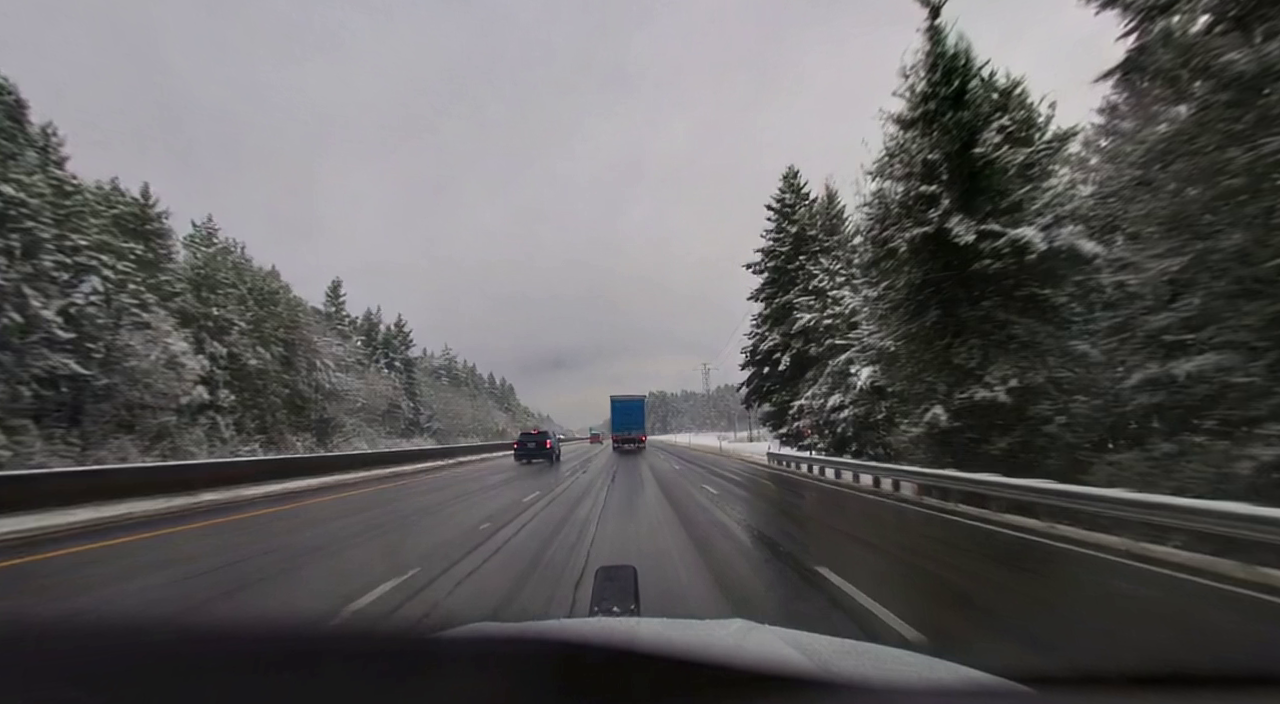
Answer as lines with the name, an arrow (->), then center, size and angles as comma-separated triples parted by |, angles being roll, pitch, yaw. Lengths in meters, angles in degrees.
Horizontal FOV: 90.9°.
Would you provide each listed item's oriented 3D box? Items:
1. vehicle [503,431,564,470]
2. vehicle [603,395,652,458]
vehicle -> -4.524, 4.218, 27.287 | 1.934, 1.549, 4.194 | 0, -8, -1
vehicle -> -0.782, 5.202, 43.560 | 2.955, 3.851, 9.915 | 0, -8, 0
